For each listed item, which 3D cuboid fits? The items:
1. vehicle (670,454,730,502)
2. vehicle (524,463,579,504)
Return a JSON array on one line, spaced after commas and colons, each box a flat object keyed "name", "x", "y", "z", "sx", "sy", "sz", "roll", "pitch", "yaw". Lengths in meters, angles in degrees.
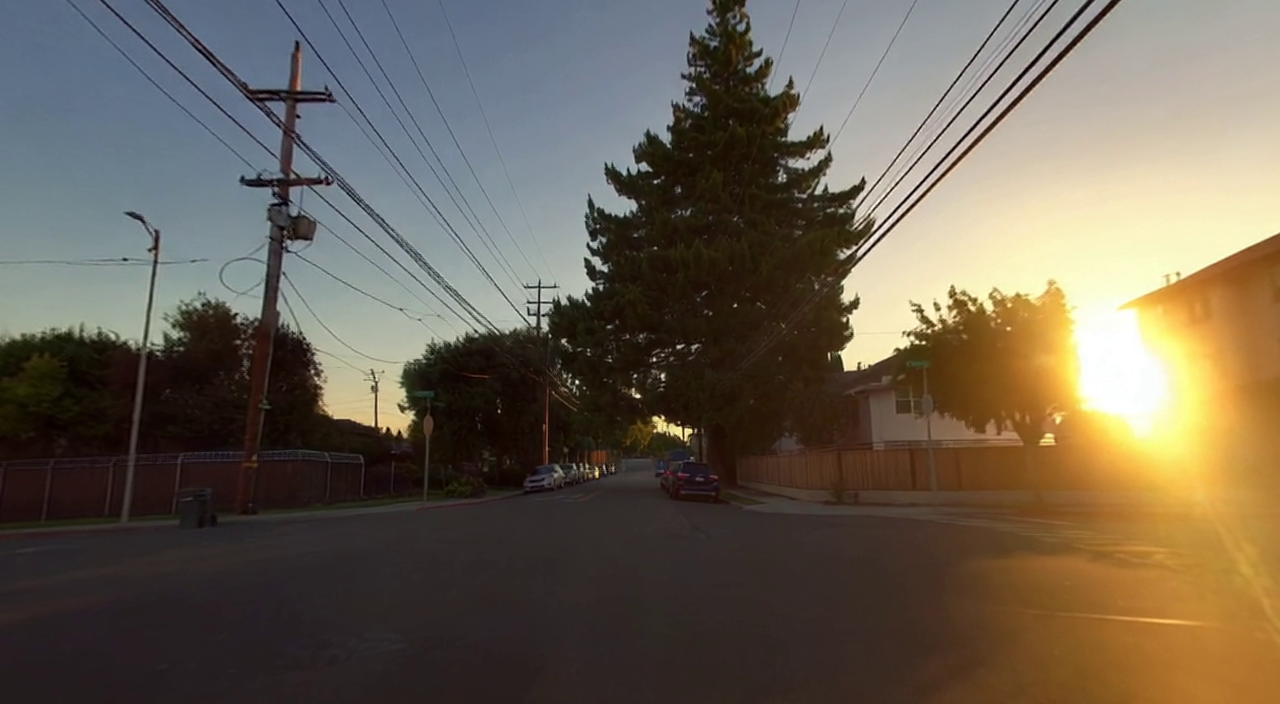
[{"name": "vehicle", "x": 2.572, "y": 5.524, "z": 28.092, "sx": 2.051, "sy": 1.874, "sz": 4.459, "roll": 0, "pitch": -8, "yaw": -2}, {"name": "vehicle", "x": -4.310, "y": 6.499, "z": 31.594, "sx": 2.189, "sy": 1.771, "sz": 4.571, "roll": 0, "pitch": -9, "yaw": -1}]
